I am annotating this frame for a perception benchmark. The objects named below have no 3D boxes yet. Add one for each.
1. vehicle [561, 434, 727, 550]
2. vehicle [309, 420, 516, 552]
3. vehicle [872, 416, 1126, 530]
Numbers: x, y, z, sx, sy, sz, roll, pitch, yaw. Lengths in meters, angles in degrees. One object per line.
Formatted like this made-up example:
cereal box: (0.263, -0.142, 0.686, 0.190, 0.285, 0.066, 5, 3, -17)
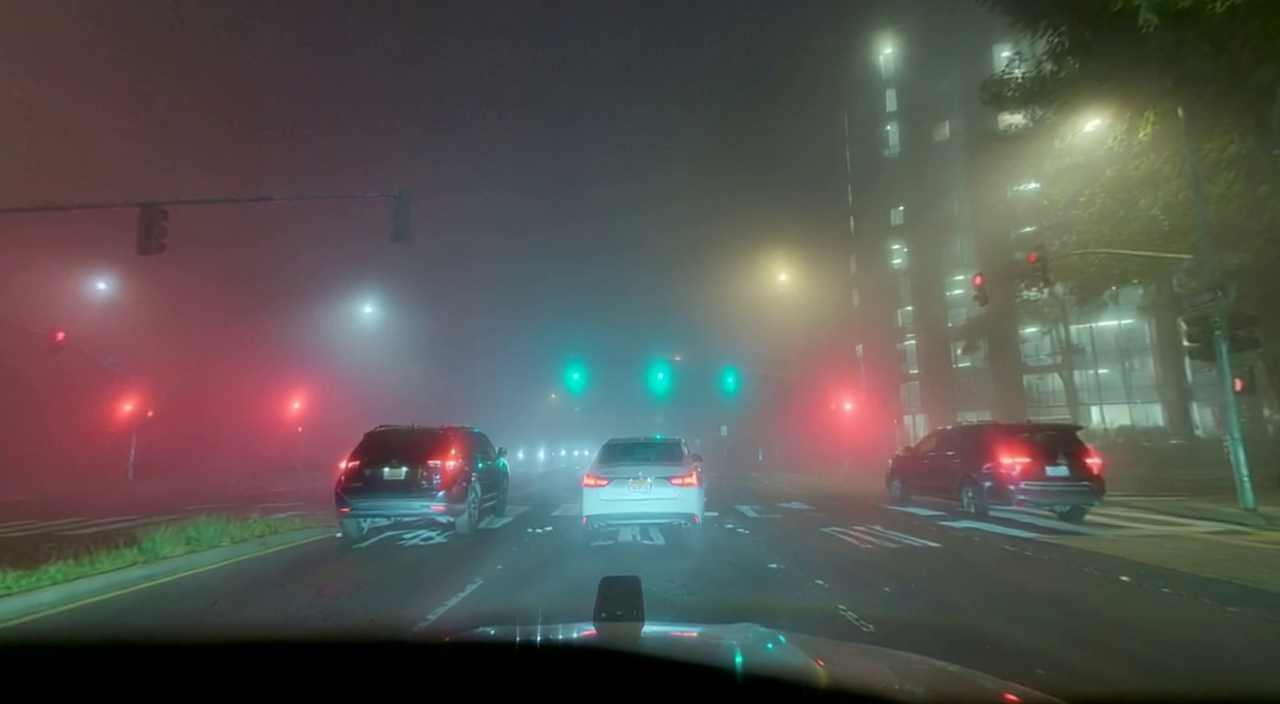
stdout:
vehicle: (0.052, 2.146, 10.360, 2.190, 1.522, 3.850, 0, -8, 0)
vehicle: (-3.454, 2.106, 10.667, 2.081, 1.719, 4.434, 1, -8, -4)
vehicle: (6.791, 2.345, 12.927, 2.079, 1.828, 5.323, 0, -8, 0)
